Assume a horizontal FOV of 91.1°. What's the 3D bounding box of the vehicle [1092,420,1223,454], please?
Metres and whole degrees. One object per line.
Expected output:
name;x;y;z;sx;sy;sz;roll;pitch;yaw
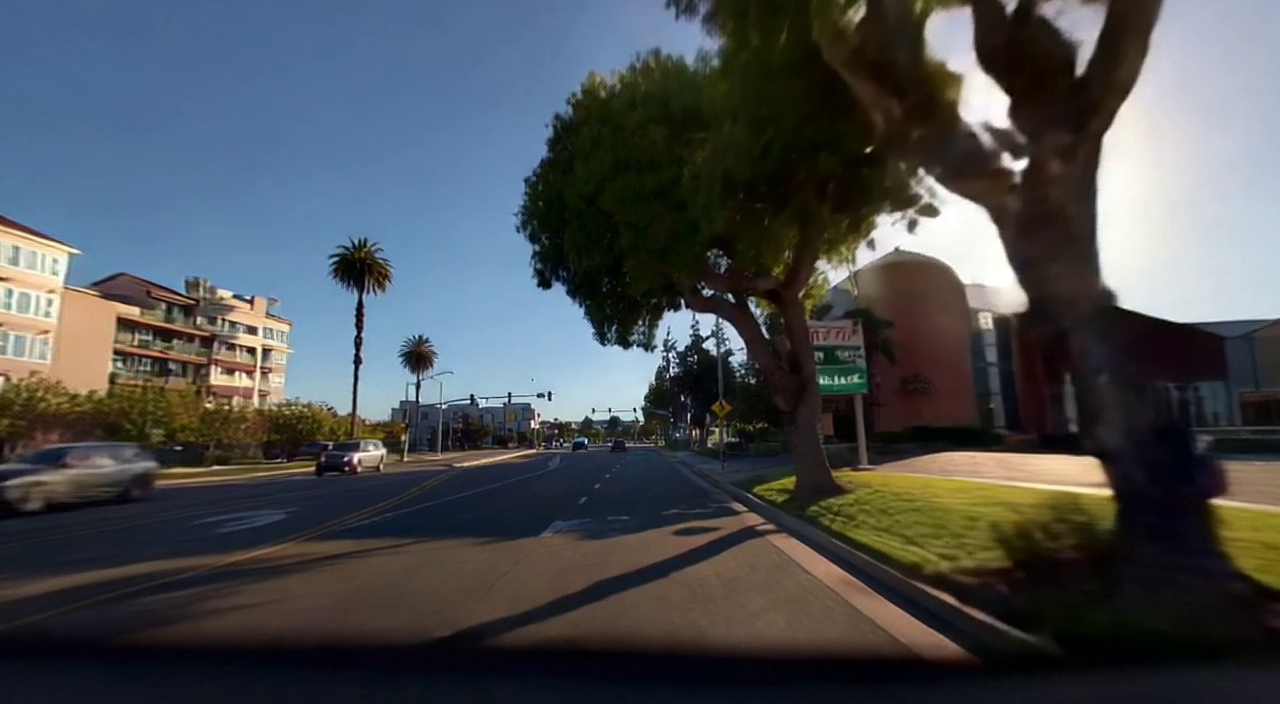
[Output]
vehicle;25.290;4.184;30.796;4.649;1.611;1.945;0;-8;0

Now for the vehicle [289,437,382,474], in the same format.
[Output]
vehicle;-16.757;5.709;34.938;2.221;1.832;5.572;0;-8;2

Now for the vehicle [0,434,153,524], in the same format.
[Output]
vehicle;-12.050;2.323;11.741;2.078;1.532;4.627;0;-8;1

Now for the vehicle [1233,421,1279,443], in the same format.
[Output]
vehicle;45.242;5.674;44.581;4.301;1.498;1.875;0;-8;0
